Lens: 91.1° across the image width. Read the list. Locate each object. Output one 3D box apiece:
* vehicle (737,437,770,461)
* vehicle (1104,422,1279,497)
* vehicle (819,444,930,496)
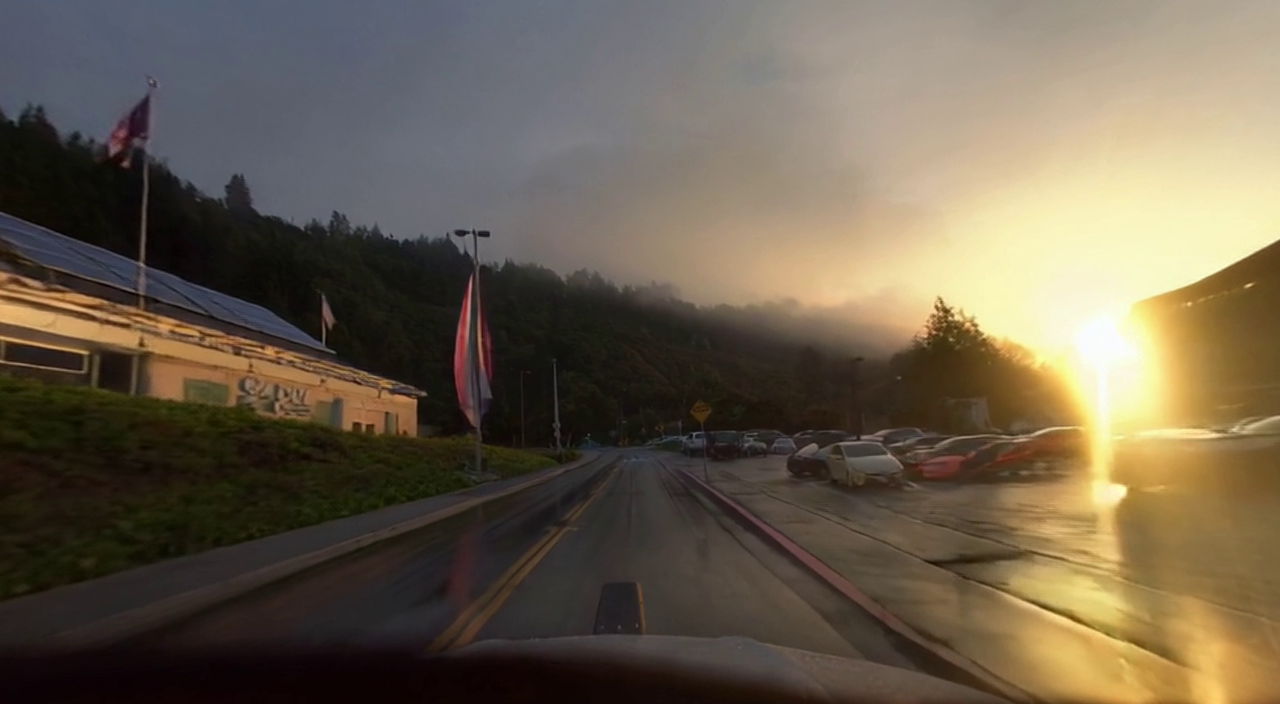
[{"bbox_3d":[8.923,7.652,49.576,1.924,1.713,4.627,-1,-9,3],"label":"vehicle"},{"bbox_3d":[14.887,2.760,16.400,1.947,1.657,4.314,1,-9,-6],"label":"vehicle"},{"bbox_3d":[7.423,3.772,20.396,1.909,1.496,4.079,0,-9,-2],"label":"vehicle"}]
